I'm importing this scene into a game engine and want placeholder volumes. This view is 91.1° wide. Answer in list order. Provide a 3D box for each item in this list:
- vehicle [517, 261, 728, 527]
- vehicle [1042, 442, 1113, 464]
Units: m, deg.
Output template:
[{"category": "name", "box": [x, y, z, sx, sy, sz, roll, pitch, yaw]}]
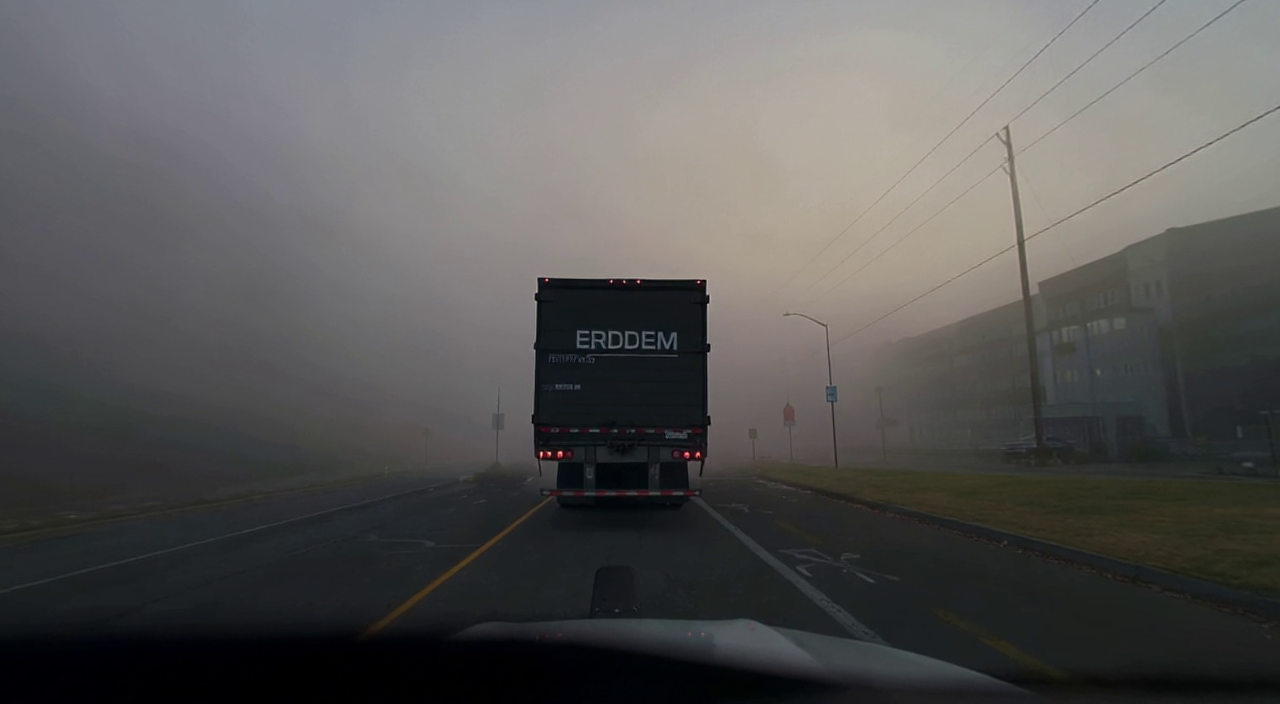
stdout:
[{"category": "vehicle", "box": [-0.212, 1.162, 13.457, 2.876, 3.724, 9.351, 0, -8, 0]}, {"category": "vehicle", "box": [31.366, 7.216, 45.151, 1.652, 1.423, 3.797, 5, -9, -36]}]
